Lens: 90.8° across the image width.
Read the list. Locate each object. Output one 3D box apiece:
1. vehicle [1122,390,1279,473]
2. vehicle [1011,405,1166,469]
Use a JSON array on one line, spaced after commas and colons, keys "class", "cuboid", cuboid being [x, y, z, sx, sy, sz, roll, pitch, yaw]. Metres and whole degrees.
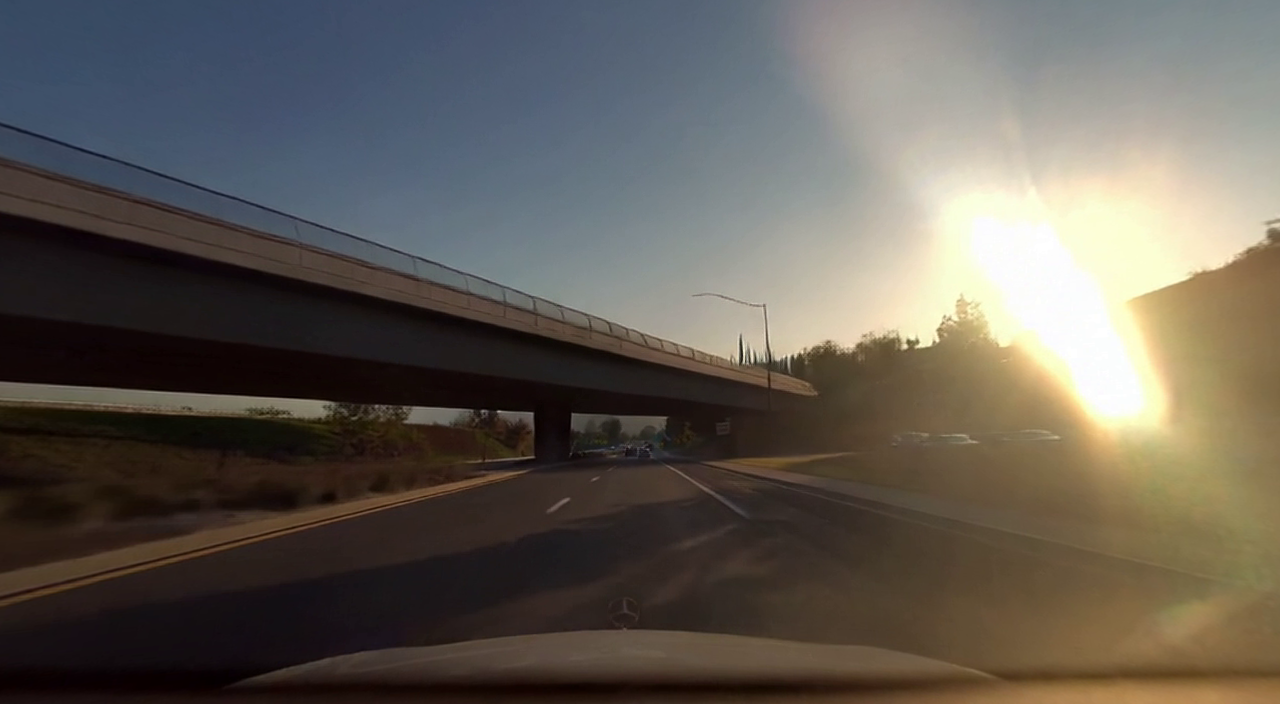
[{"class": "vehicle", "cuboid": [30.291, 4.310, 33.419, 2.774, 3.876, 8.078, 0, -9, -1]}, {"class": "vehicle", "cuboid": [29.947, 5.846, 42.972, 2.849, 3.823, 9.839, 0, -9, -3]}]
